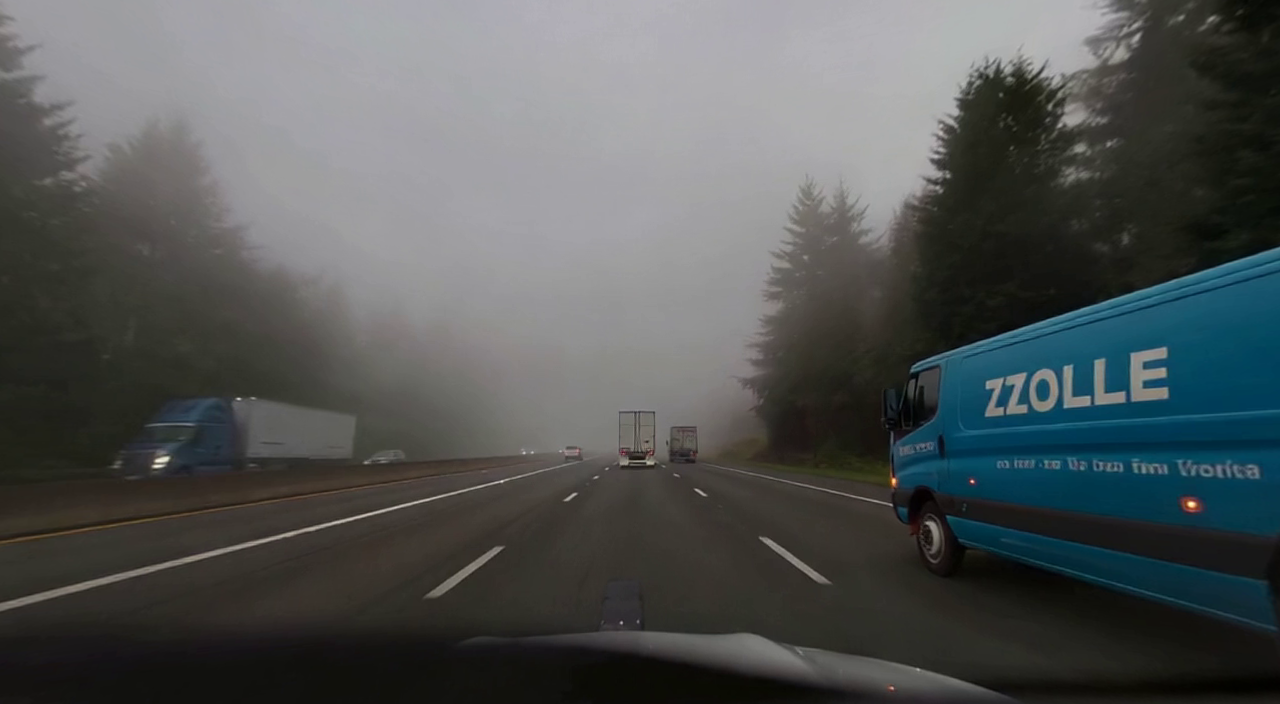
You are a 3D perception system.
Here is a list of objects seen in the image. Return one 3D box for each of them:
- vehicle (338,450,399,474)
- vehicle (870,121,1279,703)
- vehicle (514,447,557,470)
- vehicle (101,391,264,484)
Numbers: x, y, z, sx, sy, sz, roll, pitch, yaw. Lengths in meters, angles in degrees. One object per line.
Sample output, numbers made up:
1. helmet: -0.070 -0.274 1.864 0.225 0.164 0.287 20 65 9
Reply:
1. vehicle: -17.403 7.020 40.629 1.945 1.440 4.397 0 -9 0
2. vehicle: 3.845 0.598 4.052 2.338 2.690 6.025 0 -9 -1
3. vehicle: -6.999 7.187 42.724 2.069 1.495 4.698 0 -9 0
4. vehicle: -21.063 4.048 29.588 2.997 3.912 5.928 0 -9 0
